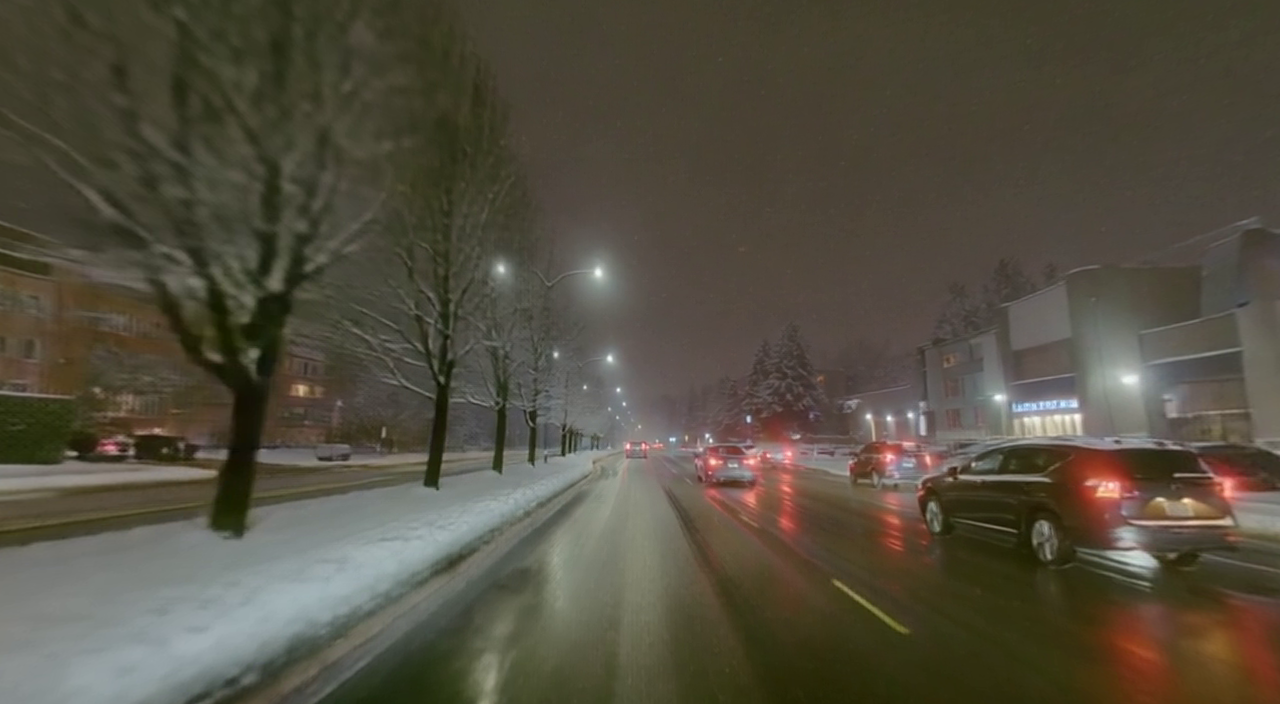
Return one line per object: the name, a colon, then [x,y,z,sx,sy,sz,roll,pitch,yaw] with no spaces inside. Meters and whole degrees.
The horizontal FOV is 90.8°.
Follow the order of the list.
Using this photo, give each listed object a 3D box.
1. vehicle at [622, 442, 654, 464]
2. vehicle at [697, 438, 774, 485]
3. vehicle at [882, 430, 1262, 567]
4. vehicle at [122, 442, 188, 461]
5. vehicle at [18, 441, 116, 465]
vehicle: [-0.184,6.880,43.161,2.095,1.456,3.873,0,-8,-1]
vehicle: [3.362,3.964,23.233,1.953,1.514,4.672,0,-8,-2]
vehicle: [5.794,1.984,9.473,2.098,1.507,4.655,1,-9,-6]
vehicle: [-37.998,7.788,49.543,3.747,1.422,1.643,0,-9,-1]
vehicle: [-37.541,6.624,41.427,4.467,1.473,2.118,-1,-9,4]
